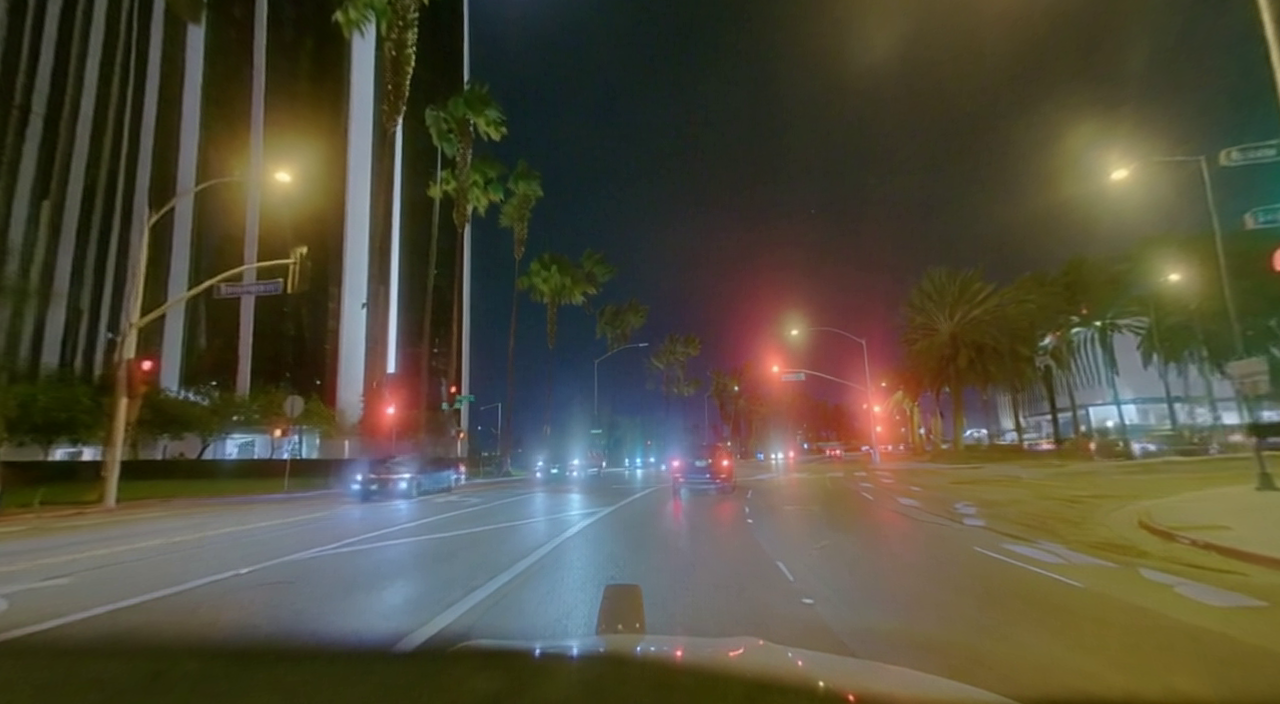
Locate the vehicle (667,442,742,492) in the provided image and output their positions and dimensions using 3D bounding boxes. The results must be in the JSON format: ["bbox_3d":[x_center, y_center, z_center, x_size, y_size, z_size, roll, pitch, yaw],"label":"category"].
[{"bbox_3d":[2.288,3.826,21.393,2.096,1.492,4.071,-2,-9,11],"label":"vehicle"}]

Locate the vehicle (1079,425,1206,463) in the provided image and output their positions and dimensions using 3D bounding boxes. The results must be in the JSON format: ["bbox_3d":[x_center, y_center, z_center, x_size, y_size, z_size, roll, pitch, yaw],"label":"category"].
[{"bbox_3d":[25.741,4.722,32.421,5.049,1.861,2.081,1,-9,-9],"label":"vehicle"}]

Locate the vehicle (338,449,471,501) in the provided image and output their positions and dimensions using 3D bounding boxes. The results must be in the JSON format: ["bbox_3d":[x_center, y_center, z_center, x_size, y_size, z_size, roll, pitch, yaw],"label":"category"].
[{"bbox_3d":[-7.489,3.943,20.694,2.012,1.467,4.592,-1,-9,9],"label":"vehicle"}]

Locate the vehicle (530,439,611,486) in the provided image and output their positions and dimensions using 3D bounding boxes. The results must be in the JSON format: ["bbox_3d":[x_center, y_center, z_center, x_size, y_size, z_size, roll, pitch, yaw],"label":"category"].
[{"bbox_3d":[-2.728,4.508,26.018,2.013,1.746,4.366,-2,-9,12],"label":"vehicle"}]
